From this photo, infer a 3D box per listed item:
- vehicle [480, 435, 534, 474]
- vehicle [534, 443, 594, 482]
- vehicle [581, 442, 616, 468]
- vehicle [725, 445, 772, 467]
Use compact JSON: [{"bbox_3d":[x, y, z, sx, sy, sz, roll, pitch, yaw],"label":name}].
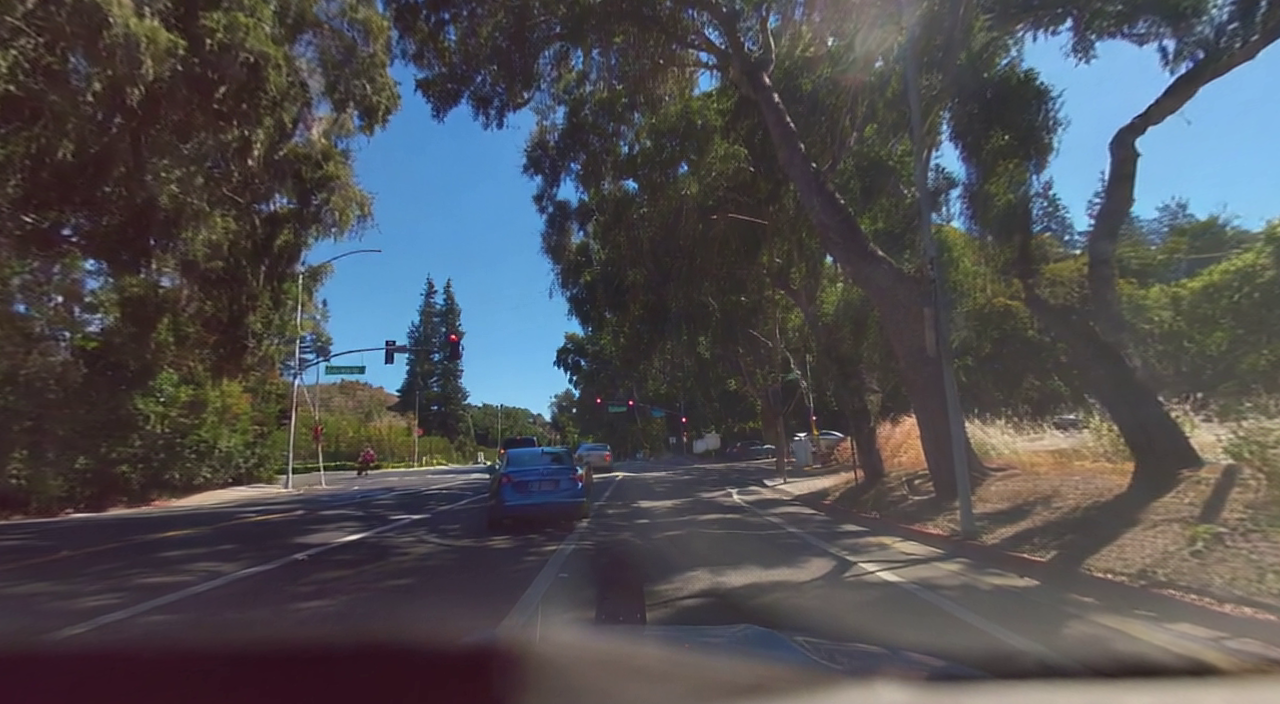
[{"bbox_3d":[-7.774,5.885,36.480,2.390,2.020,5.085,3,-9,-19],"label":"vehicle"},{"bbox_3d":[-3.104,4.615,26.556,1.979,1.492,3.930,0,-9,1],"label":"vehicle"},{"bbox_3d":[-2.786,6.963,42.900,2.055,1.679,4.155,0,-9,1],"label":"vehicle"},{"bbox_3d":[7.329,6.950,42.474,1.945,1.410,4.284,-4,-10,26],"label":"vehicle"}]
